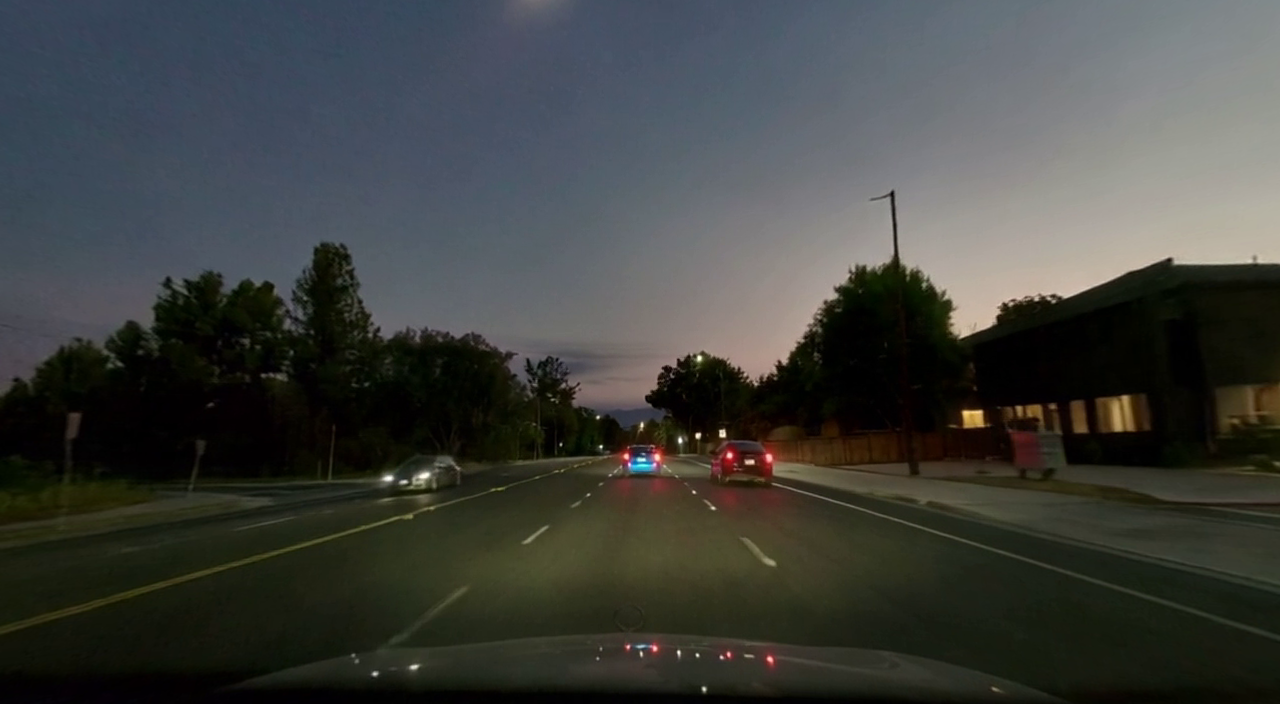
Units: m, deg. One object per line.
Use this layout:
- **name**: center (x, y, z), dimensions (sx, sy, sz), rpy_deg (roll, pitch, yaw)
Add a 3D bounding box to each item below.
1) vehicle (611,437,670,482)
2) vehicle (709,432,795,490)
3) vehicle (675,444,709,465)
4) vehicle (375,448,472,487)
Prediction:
- **vehicle**: center (0.048, 4.339, 25.672), dimensions (2.200, 1.653, 4.127), rpy_deg (0, -8, 1)
- **vehicle**: center (3.592, 3.605, 21.117), dimensions (2.024, 1.711, 4.512), rpy_deg (0, -8, 0)
- **vehicle**: center (3.684, 7.380, 45.544), dimensions (2.099, 1.463, 4.130), rpy_deg (0, -8, 0)
- **vehicle**: center (-10.998, 5.882, 32.121), dimensions (4.296, 1.611, 1.942), rpy_deg (-6, -10, 12)
